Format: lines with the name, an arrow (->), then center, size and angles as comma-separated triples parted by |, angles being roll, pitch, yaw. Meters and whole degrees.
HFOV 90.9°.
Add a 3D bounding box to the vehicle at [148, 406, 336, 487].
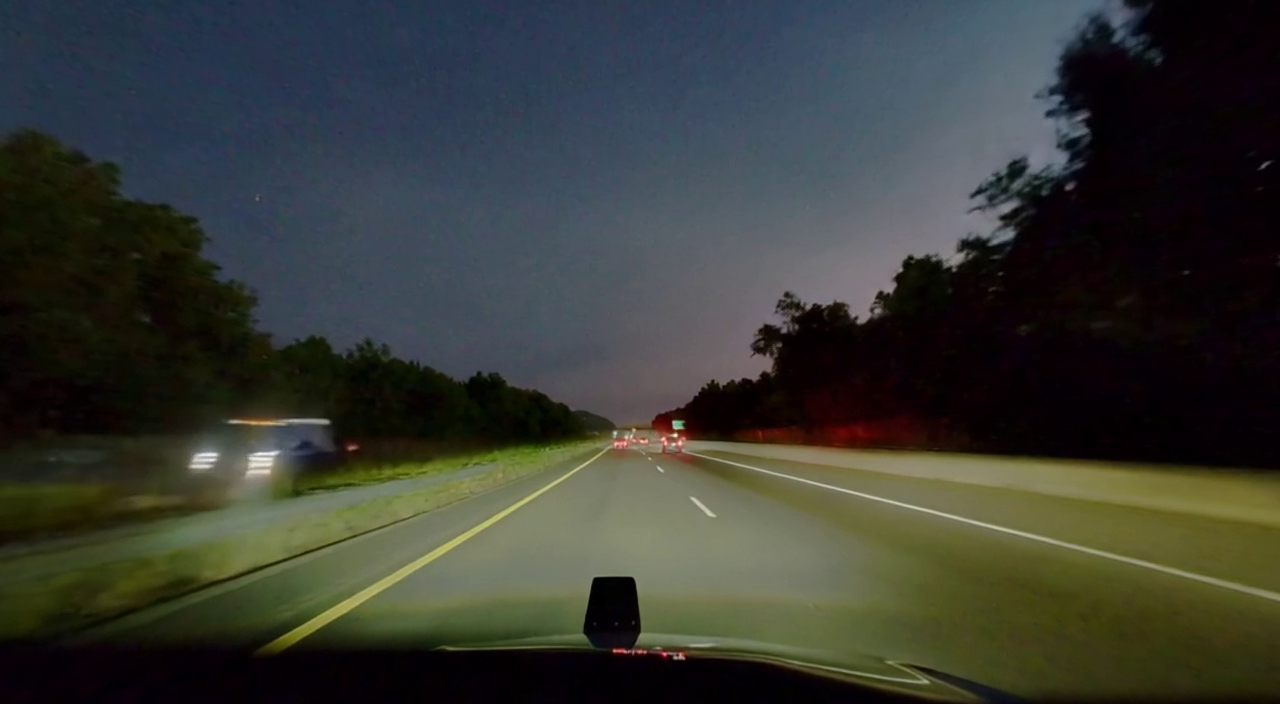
vehicle -> -9.535, 2.310, 15.621 | 1.997, 1.729, 4.143 | 0, -8, -1
